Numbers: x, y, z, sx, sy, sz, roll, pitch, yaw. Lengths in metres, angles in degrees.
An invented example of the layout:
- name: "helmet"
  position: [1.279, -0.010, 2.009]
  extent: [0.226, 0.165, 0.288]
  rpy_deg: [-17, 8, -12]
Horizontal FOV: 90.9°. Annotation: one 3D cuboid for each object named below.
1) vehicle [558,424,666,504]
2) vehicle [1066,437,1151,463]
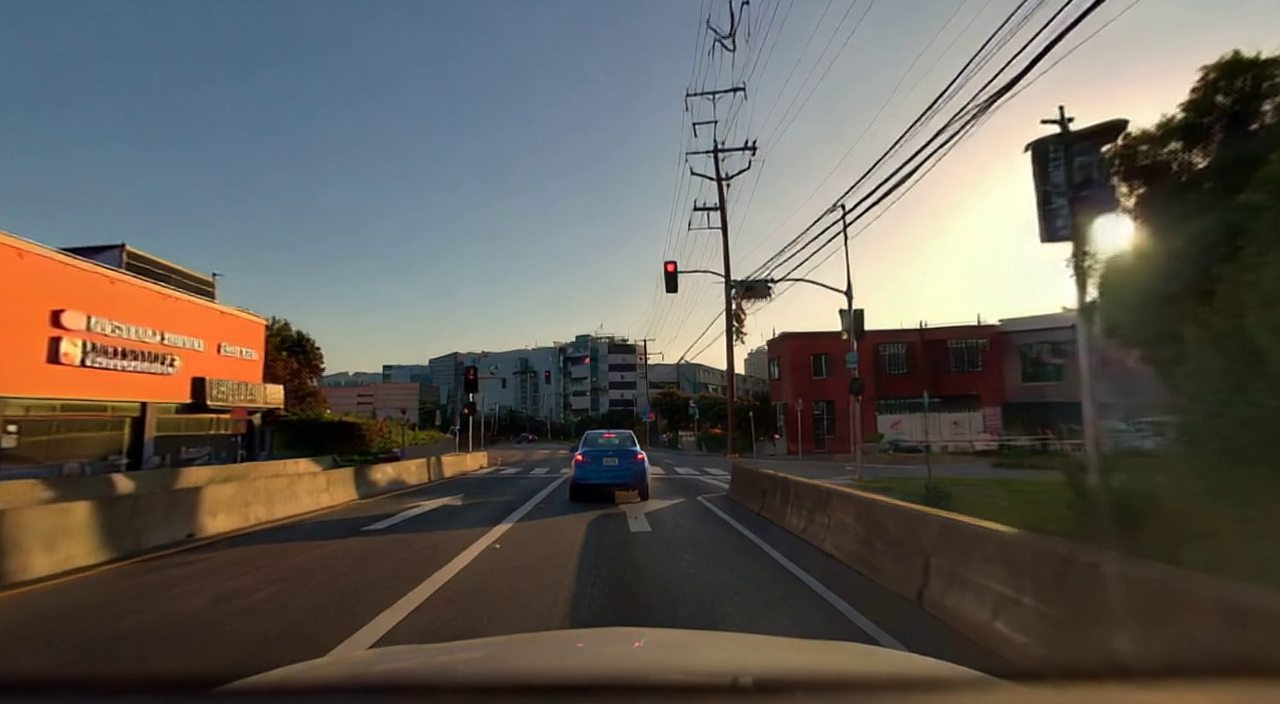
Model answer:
- name: "vehicle"
  position: [-0.580, 2.464, 14.336]
  extent: [2.123, 1.566, 3.662]
  rpy_deg: [0, -8, -1]
- name: "vehicle"
  position: [27.658, 5.780, 37.287]
  extent: [1.635, 1.433, 3.558]
  rpy_deg: [4, -9, -31]
